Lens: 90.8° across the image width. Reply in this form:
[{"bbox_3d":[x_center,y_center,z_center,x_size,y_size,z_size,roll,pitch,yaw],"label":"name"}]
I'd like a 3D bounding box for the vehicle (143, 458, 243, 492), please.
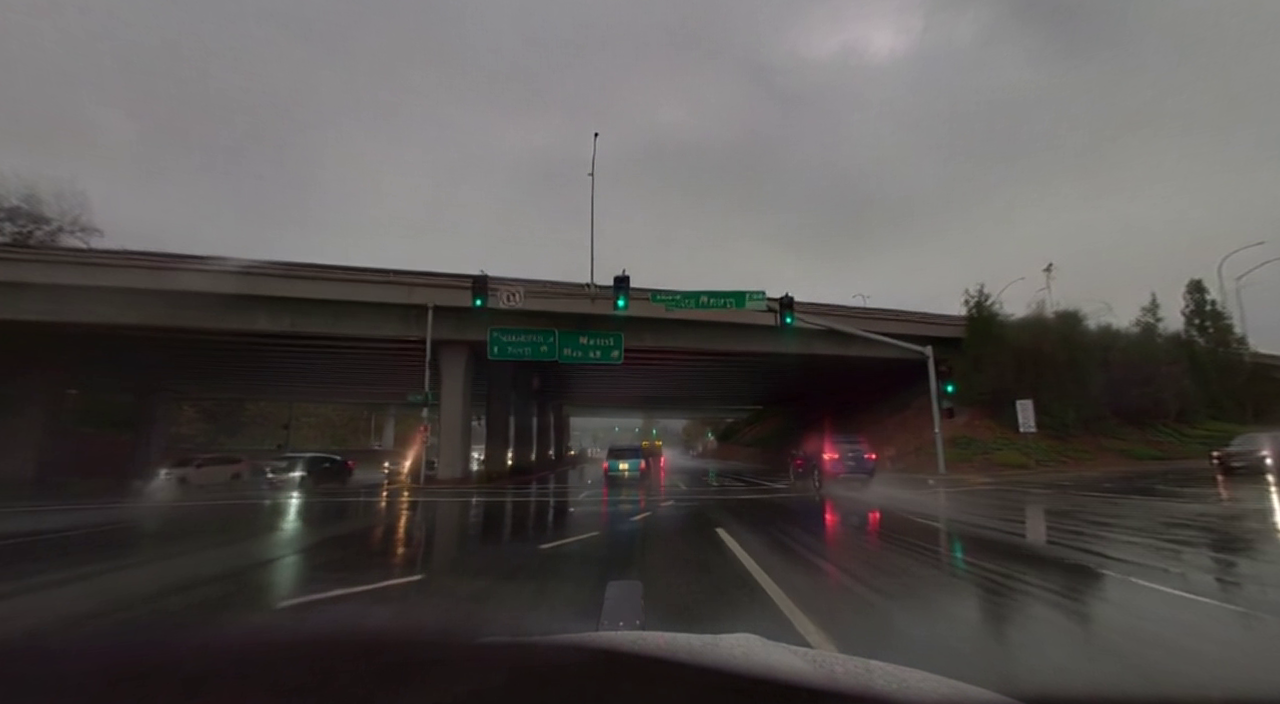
[{"bbox_3d":[-23.356,6.407,33.264,1.849,1.539,4.665,0,-8,-1],"label":"vehicle"}]

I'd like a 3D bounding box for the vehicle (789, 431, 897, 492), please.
[{"bbox_3d":[6.629,3.614,21.203,2.074,1.785,4.320,0,-8,-1],"label":"vehicle"}]

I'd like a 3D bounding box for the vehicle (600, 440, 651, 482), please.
[{"bbox_3d":[-0.574,4.949,29.003,2.060,1.768,4.681,0,-8,2],"label":"vehicle"}]

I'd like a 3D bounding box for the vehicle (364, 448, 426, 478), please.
[{"bbox_3d":[-16.375,7.383,42.480,2.132,1.664,4.720,-4,-8,2],"label":"vehicle"}]

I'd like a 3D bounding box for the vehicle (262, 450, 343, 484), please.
[{"bbox_3d":[-19.272,6.550,36.398,1.990,1.789,4.973,0,-8,-1],"label":"vehicle"}]
